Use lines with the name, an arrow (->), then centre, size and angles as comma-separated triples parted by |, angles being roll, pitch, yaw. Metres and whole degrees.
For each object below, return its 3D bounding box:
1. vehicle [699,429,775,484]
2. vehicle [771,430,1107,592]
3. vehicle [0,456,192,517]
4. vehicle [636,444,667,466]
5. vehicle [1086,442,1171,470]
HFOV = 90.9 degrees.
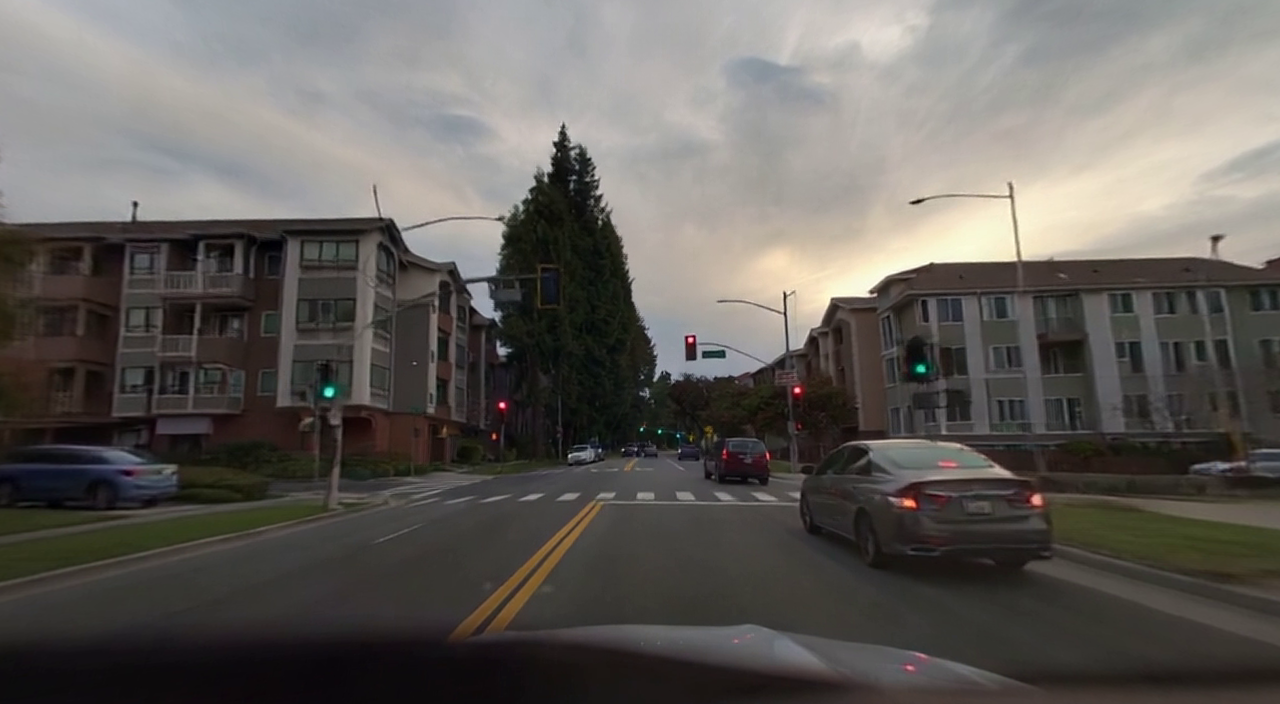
vehicle -> 3.564, 3.960, 24.045 | 2.199, 1.872, 4.513 | 0, -8, 0
vehicle -> 3.294, 1.839, 8.308 | 2.078, 1.488, 4.741 | 0, -8, 0
vehicle -> -15.355, 3.624, 17.244 | 4.727, 1.483, 2.002 | -1, -8, 4
vehicle -> 0.776, 7.352, 45.092 | 2.097, 1.463, 4.043 | 0, -8, 0
vehicle -> 28.732, 6.121, 37.223 | 1.698, 1.477, 3.735 | -2, -9, -6
